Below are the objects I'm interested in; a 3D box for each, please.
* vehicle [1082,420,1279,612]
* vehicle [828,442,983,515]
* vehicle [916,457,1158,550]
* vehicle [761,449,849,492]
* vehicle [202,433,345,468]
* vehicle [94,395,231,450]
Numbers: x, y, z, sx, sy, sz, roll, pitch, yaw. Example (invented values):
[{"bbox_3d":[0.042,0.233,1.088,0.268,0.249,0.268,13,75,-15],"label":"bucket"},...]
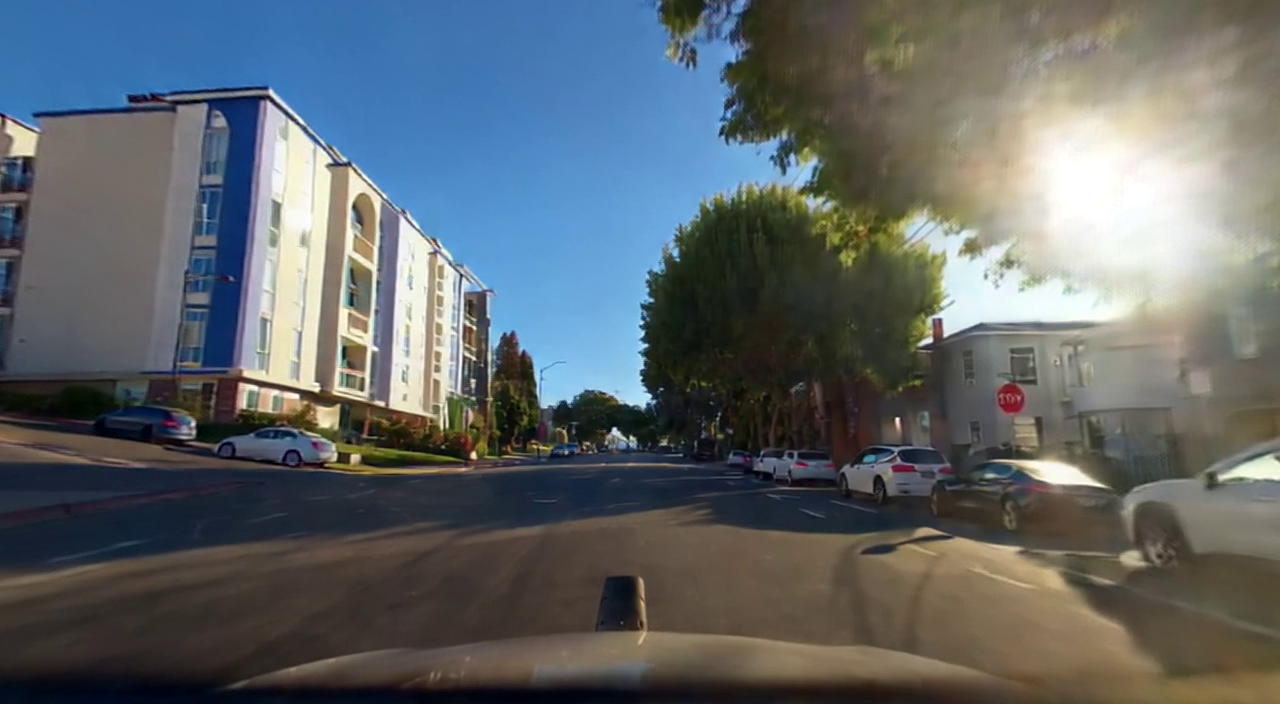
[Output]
[{"bbox_3d":[7.116,1.544,5.949,2.181,1.792,5.066,0,-8,0],"label":"vehicle"},{"bbox_3d":[7.069,3.378,17.536,1.917,1.704,4.840,0,-8,-4],"label":"vehicle"},{"bbox_3d":[7.193,2.743,12.093,1.900,1.368,4.176,0,-8,0],"label":"vehicle"},{"bbox_3d":[6.654,4.806,26.116,2.122,1.554,4.777,0,-8,-3],"label":"vehicle"},{"bbox_3d":[-14.842,4.022,25.843,4.603,1.335,1.889,1,-9,-11],"label":"vehicle"},{"bbox_3d":[-19.967,2.954,26.451,4.598,1.645,2.019,5,-7,17],"label":"vehicle"}]
